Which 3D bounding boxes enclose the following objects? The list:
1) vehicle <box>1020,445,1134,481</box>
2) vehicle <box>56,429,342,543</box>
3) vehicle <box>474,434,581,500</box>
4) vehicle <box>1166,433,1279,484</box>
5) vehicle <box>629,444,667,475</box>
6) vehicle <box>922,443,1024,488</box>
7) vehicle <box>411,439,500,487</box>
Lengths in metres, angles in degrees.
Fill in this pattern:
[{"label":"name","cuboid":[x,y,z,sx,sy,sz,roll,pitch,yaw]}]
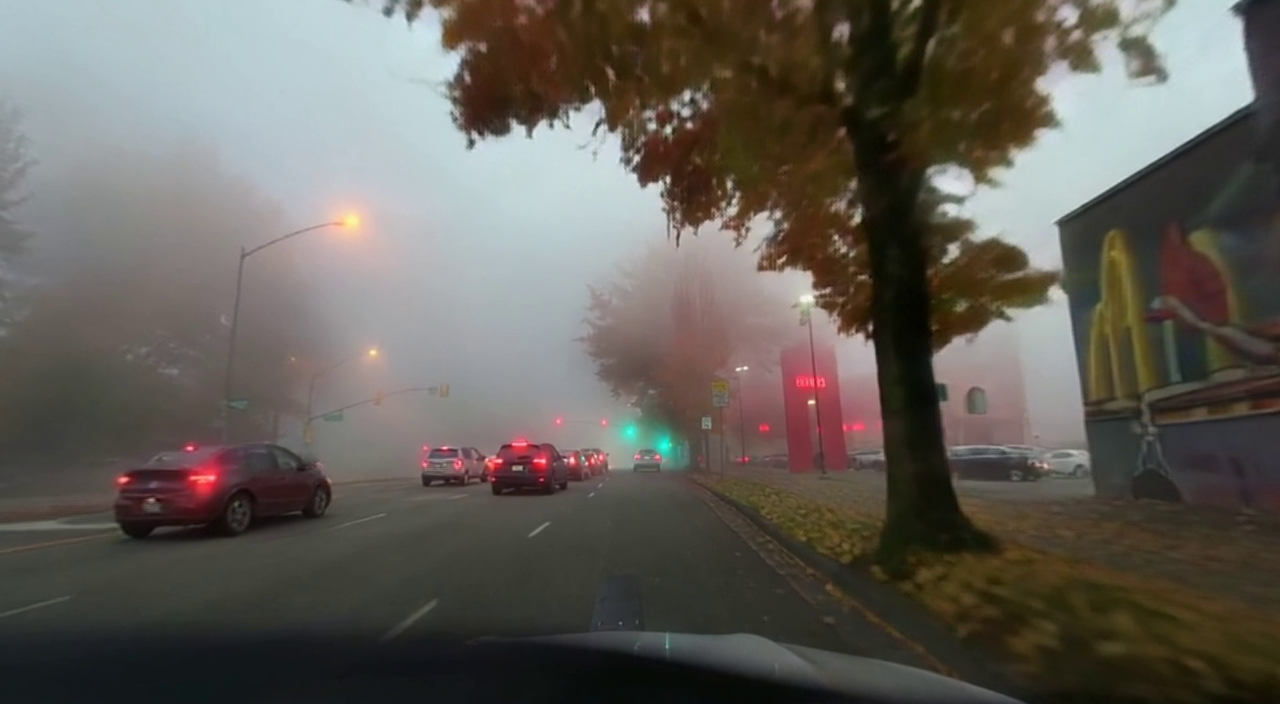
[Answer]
[{"label":"vehicle","cuboid":[19.893,5.029,28.945,1.938,1.490,4.750,0,-9,2]},{"label":"vehicle","cuboid":[-7.364,2.250,11.221,1.932,1.596,4.247,0,-9,1]},{"label":"vehicle","cuboid":[-3.115,3.309,18.490,2.165,1.663,4.513,0,-9,2]},{"label":"vehicle","cuboid":[20.114,3.435,20.364,1.899,1.521,4.410,2,-9,-13]},{"label":"vehicle","cuboid":[0.469,6.292,37.009,2.144,1.704,4.028,0,-9,1]},{"label":"vehicle","cuboid":[14.125,4.820,27.072,1.963,1.703,4.447,1,-9,0]},{"label":"vehicle","cuboid":[-7.204,4.382,25.147,2.069,1.719,4.441,0,-9,2]}]
